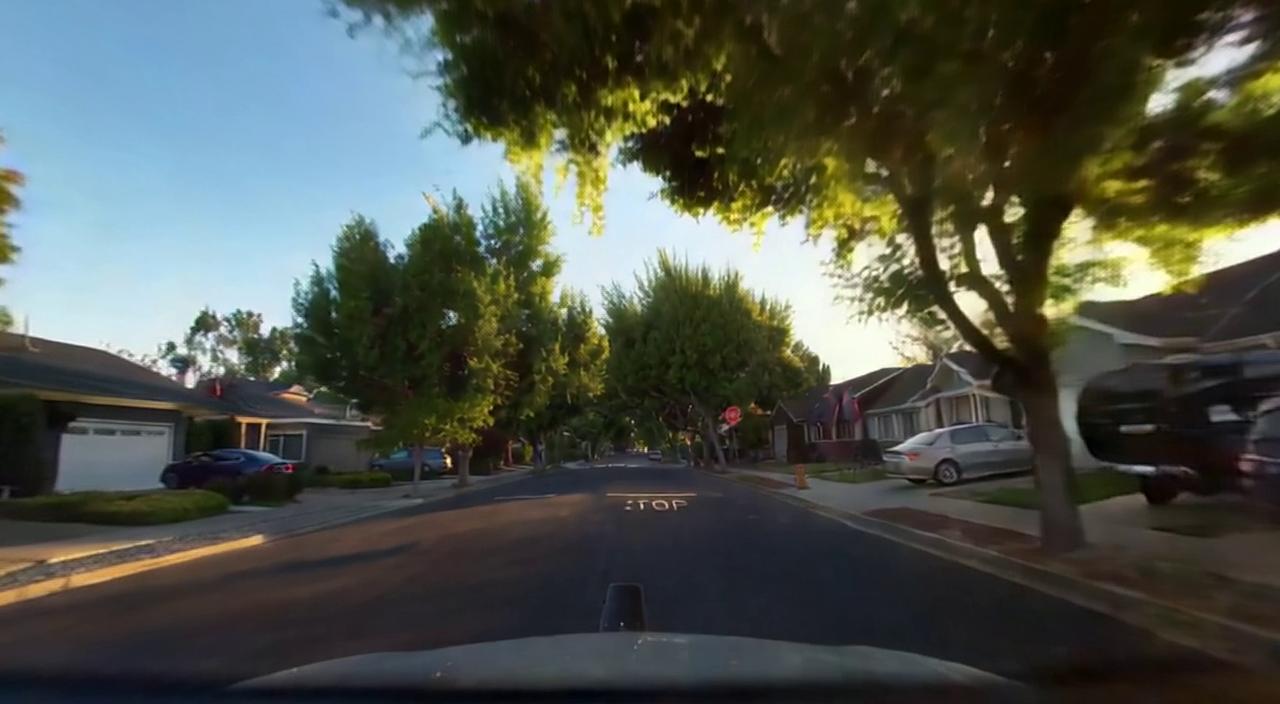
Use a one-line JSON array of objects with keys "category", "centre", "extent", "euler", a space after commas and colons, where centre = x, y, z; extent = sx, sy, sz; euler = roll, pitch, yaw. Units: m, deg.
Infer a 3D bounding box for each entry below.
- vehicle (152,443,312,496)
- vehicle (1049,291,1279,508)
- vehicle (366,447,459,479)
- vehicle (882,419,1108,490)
[{"category": "vehicle", "centre": [-14.494, 4.150, 22.602], "extent": [4.493, 1.776, 1.997], "euler": [-1, -9, 9]}, {"category": "vehicle", "centre": [11.424, 0.894, 10.459], "extent": [7.302, 3.055, 2.848], "euler": [1, -8, -2]}, {"category": "vehicle", "centre": [-13.723, 6.693, 38.354], "extent": [4.809, 1.865, 2.093], "euler": [0, -9, -2]}, {"category": "vehicle", "centre": [9.923, 2.895, 17.977], "extent": [5.234, 1.868, 2.014], "euler": [0, -9, -4]}]
